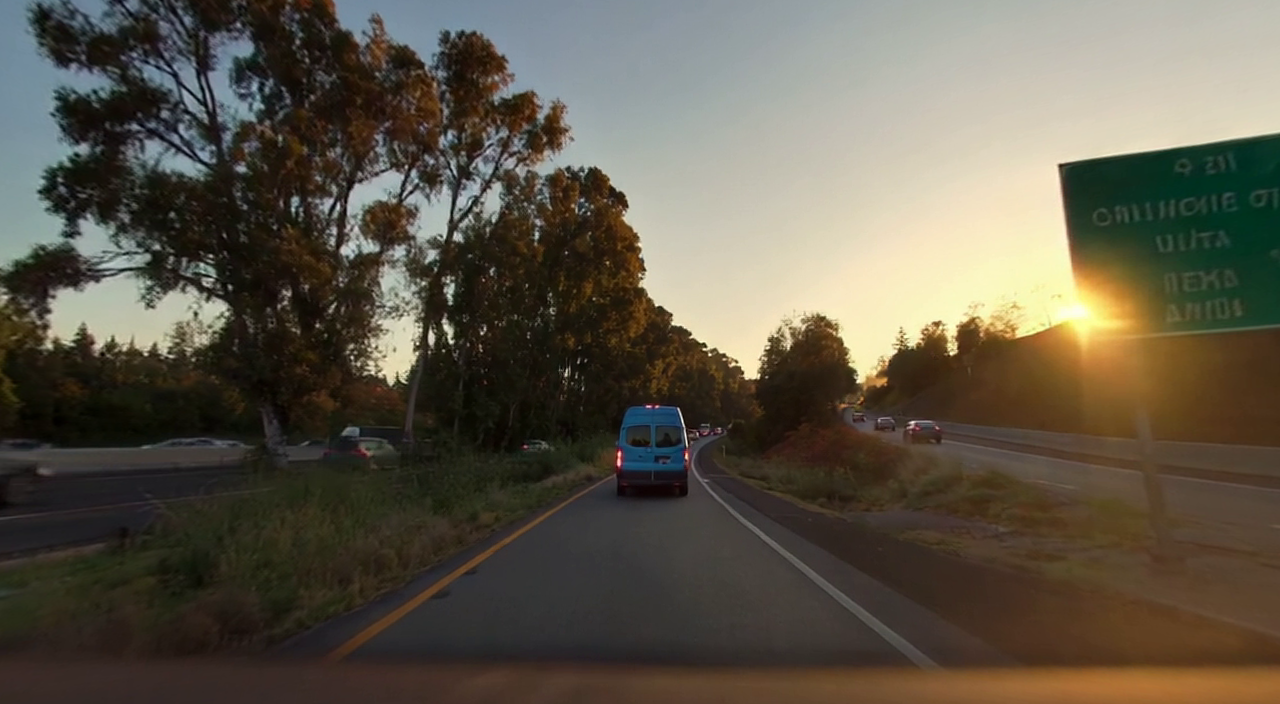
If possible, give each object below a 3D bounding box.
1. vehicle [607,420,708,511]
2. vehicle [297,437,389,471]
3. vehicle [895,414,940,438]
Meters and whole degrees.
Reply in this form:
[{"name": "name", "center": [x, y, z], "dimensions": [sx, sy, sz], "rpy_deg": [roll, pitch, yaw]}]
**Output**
[{"name": "vehicle", "center": [0.330, 2.637, 15.139], "dimensions": [2.043, 1.821, 4.558], "rpy_deg": [0, -8, 0]}, {"name": "vehicle", "center": [-15.955, 5.520, 34.293], "dimensions": [2.309, 1.683, 5.063], "rpy_deg": [-1, -8, 3]}, {"name": "vehicle", "center": [20.747, 5.603, 47.410], "dimensions": [2.098, 1.654, 4.637], "rpy_deg": [-2, -8, 11]}]
